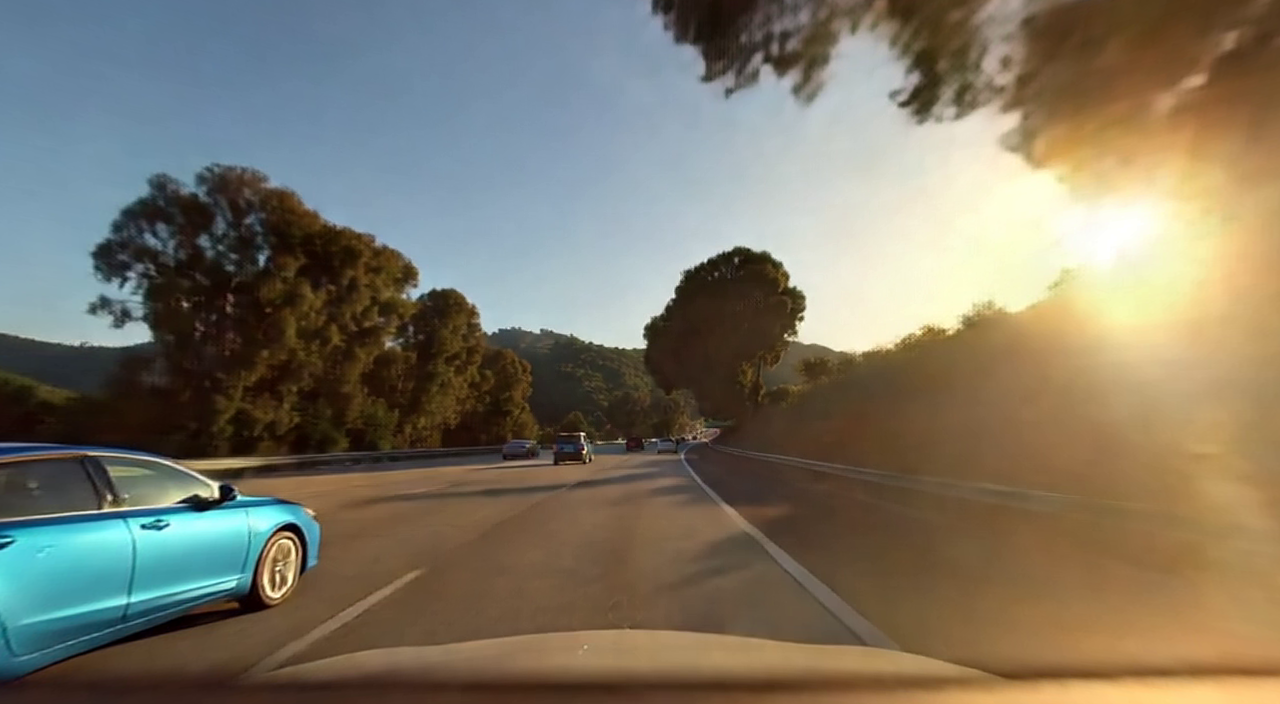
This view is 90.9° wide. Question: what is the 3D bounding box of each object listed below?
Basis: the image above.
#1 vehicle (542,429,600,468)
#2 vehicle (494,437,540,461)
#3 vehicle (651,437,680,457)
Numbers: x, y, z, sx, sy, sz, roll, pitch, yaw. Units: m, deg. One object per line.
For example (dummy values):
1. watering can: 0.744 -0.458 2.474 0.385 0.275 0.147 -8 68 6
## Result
1. vehicle: -3.258 4.662 30.534 2.071 1.716 4.363 0 -8 3
2. vehicle: -7.587 6.034 39.320 1.883 1.411 4.053 0 -8 3
3. vehicle: 1.972 7.253 48.195 2.113 1.464 4.073 0 -8 4
